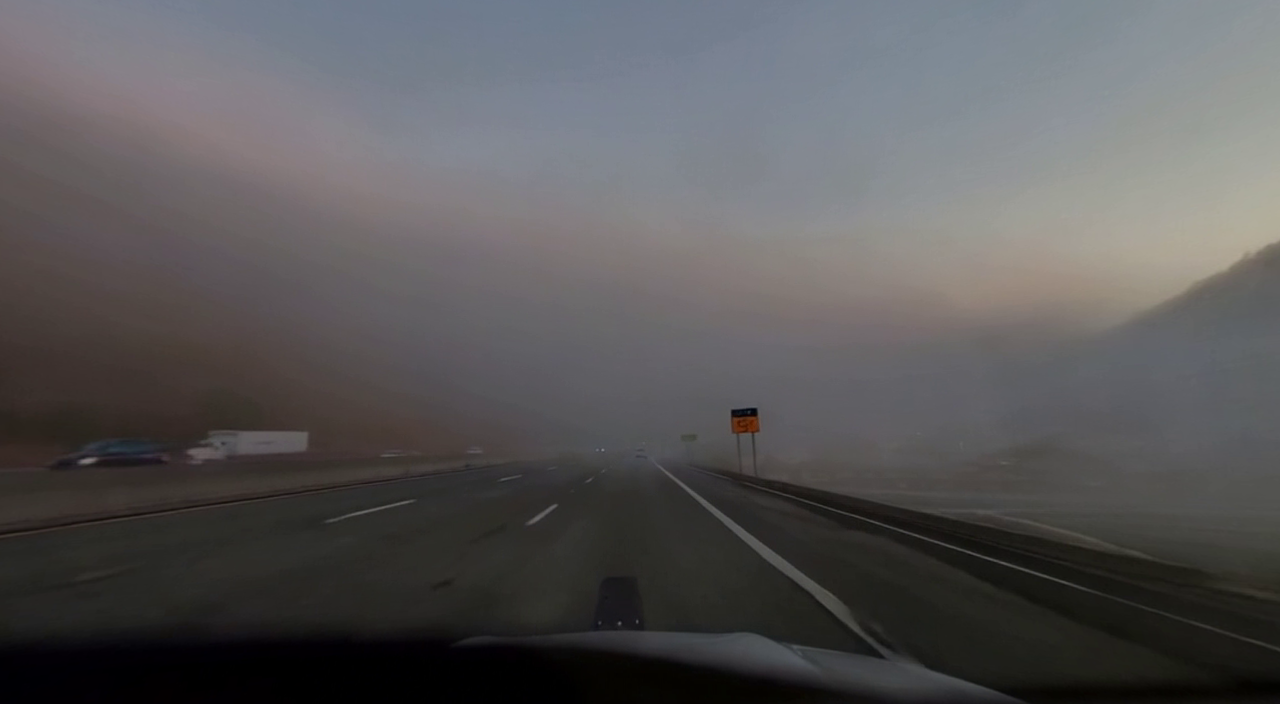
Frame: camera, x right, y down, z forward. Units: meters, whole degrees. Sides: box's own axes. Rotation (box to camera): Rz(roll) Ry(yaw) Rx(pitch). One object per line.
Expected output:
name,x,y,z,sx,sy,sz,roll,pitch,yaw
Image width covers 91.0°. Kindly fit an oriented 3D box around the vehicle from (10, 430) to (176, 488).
vehicle,-36.641,7.209,42.870,2.933,3.474,9.227,0,-9,0
